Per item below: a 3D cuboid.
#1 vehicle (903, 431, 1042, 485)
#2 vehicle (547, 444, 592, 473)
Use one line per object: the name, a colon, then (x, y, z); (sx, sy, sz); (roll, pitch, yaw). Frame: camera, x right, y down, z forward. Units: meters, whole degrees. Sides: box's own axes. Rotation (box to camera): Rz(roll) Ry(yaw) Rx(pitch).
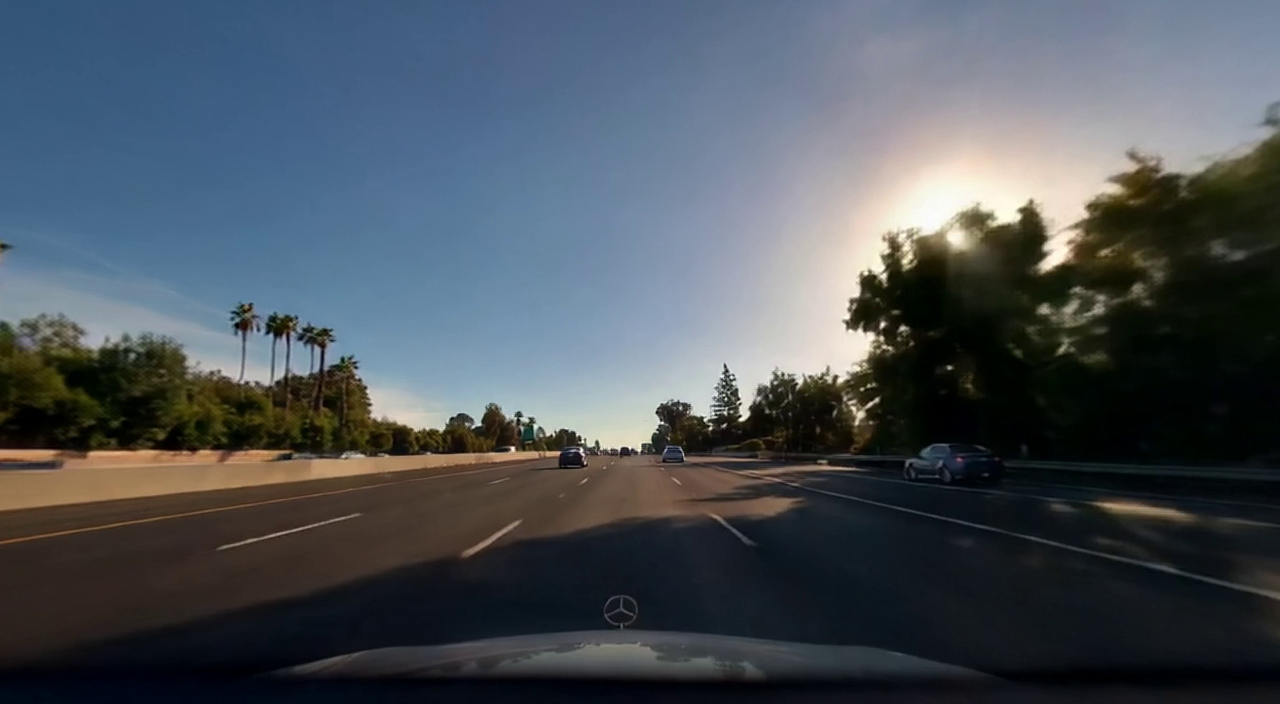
vehicle: (12.240, 3.964, 23.799); (2.344, 1.783, 5.196); (0, -9, -1)
vehicle: (-3.940, 6.033, 36.006); (2.052, 1.510, 4.301); (0, -9, 0)
